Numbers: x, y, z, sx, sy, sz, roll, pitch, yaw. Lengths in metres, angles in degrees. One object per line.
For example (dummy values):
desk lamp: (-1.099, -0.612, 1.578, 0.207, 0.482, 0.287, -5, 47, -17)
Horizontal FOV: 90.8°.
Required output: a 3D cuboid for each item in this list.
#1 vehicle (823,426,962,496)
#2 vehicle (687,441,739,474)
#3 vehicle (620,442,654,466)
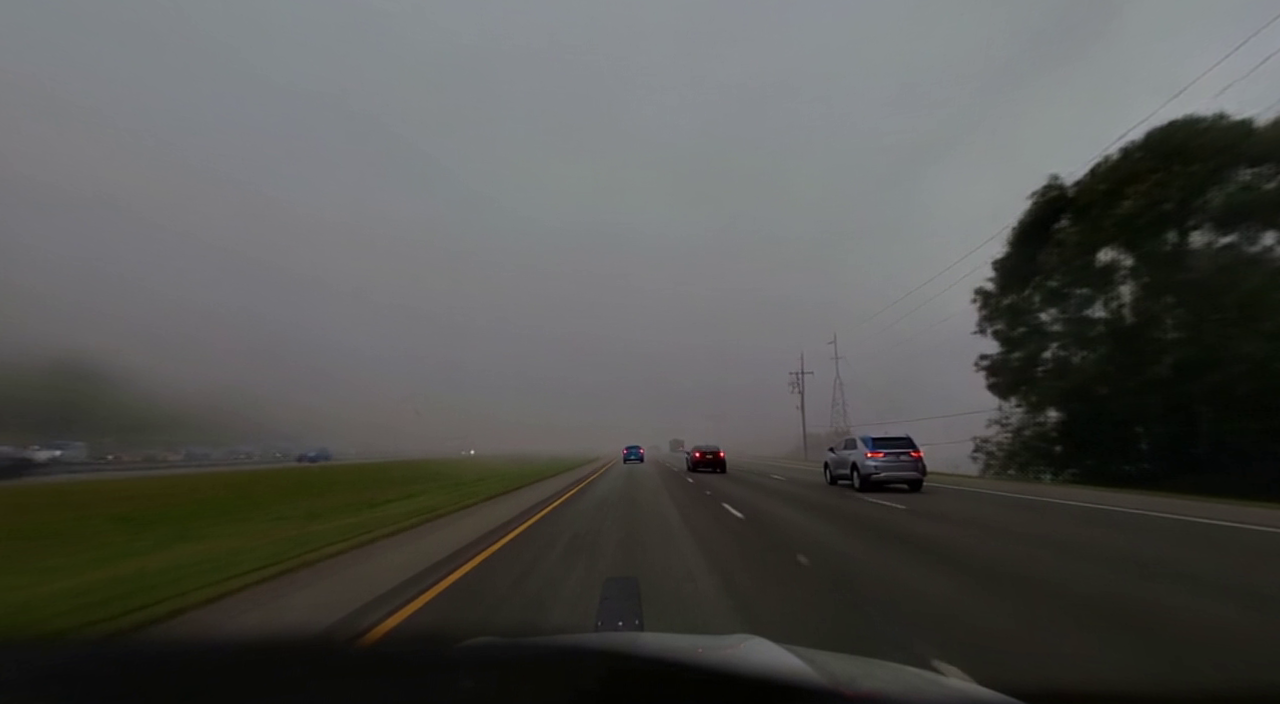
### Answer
vehicle: (7.318, 3.208, 18.976, 2.114, 1.800, 4.779, 0, -8, -1)
vehicle: (3.574, 5.248, 31.709, 1.978, 1.488, 4.252, 0, -8, -1)
vehicle: (-0.189, 6.598, 40.948, 2.085, 1.449, 3.860, 0, -8, 0)
